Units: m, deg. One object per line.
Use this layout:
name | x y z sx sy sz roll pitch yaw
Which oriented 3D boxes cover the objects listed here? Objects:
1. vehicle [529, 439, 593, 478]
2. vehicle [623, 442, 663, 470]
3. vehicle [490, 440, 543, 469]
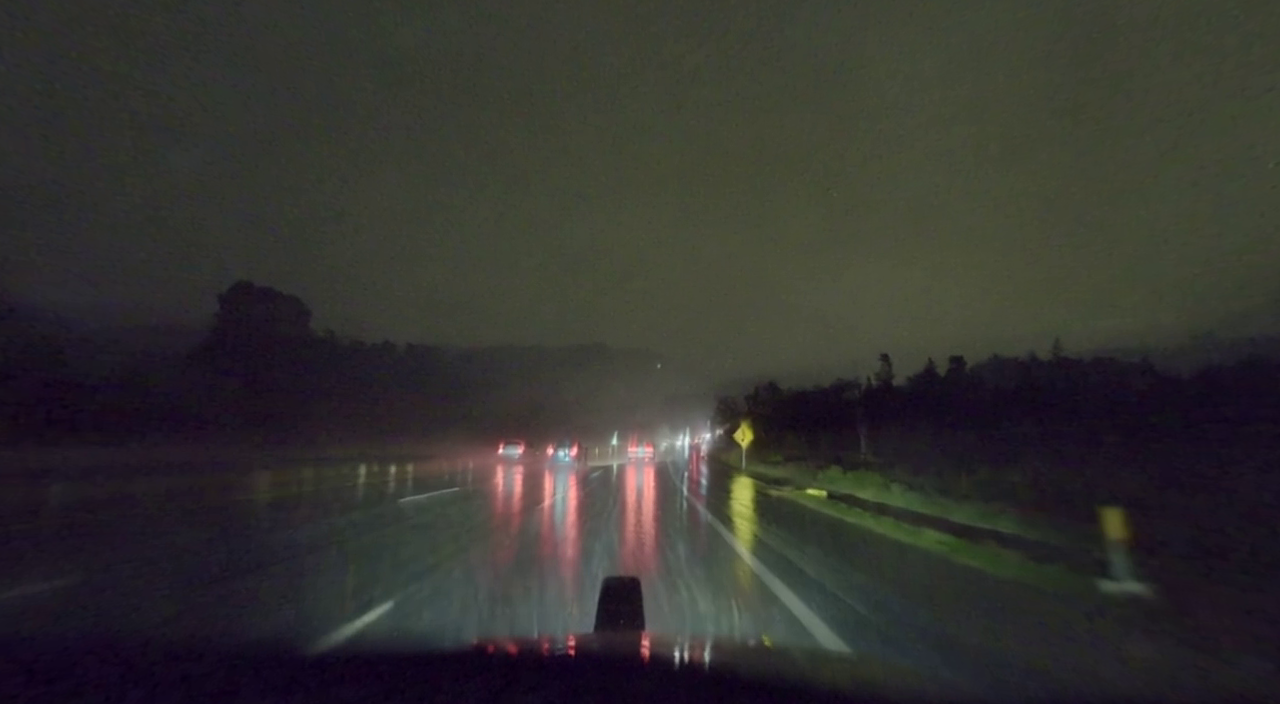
vehicle | -3.389 4.713 28.023 2.129 1.563 4.387 -1 -9 2
vehicle | 0.230 5.993 36.343 2.129 1.502 4.321 0 -9 2
vehicle | -7.127 5.976 36.759 2.002 1.543 4.466 -1 -9 2
